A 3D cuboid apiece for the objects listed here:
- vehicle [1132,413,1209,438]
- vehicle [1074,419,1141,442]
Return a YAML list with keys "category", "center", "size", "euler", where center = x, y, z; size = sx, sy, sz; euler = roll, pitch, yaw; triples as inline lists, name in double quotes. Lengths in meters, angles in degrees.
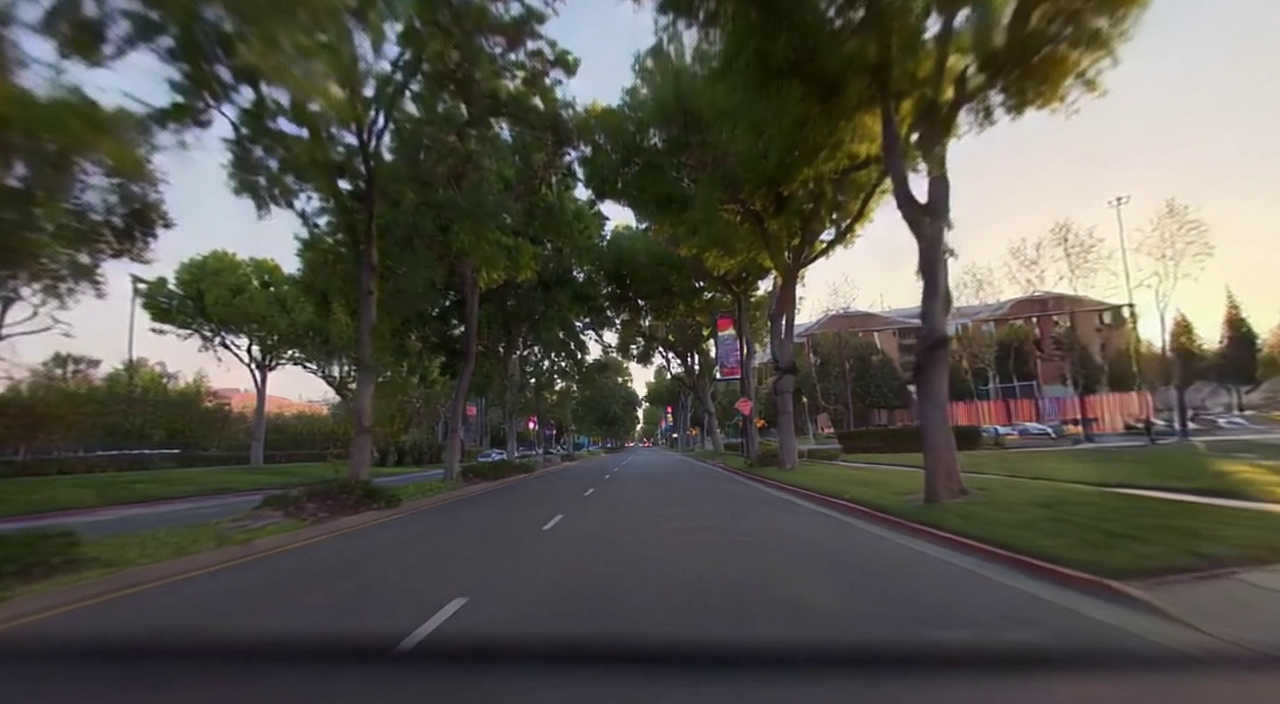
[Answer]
- category: "vehicle"
  center: [39.302, 5.488, 46.631]
  size: [1.945, 1.690, 4.317]
  euler: [-1, -8, 1]
- category: "vehicle"
  center: [33.942, 5.730, 45.718]
  size: [1.866, 1.550, 3.927]
  euler: [-1, -8, 2]
